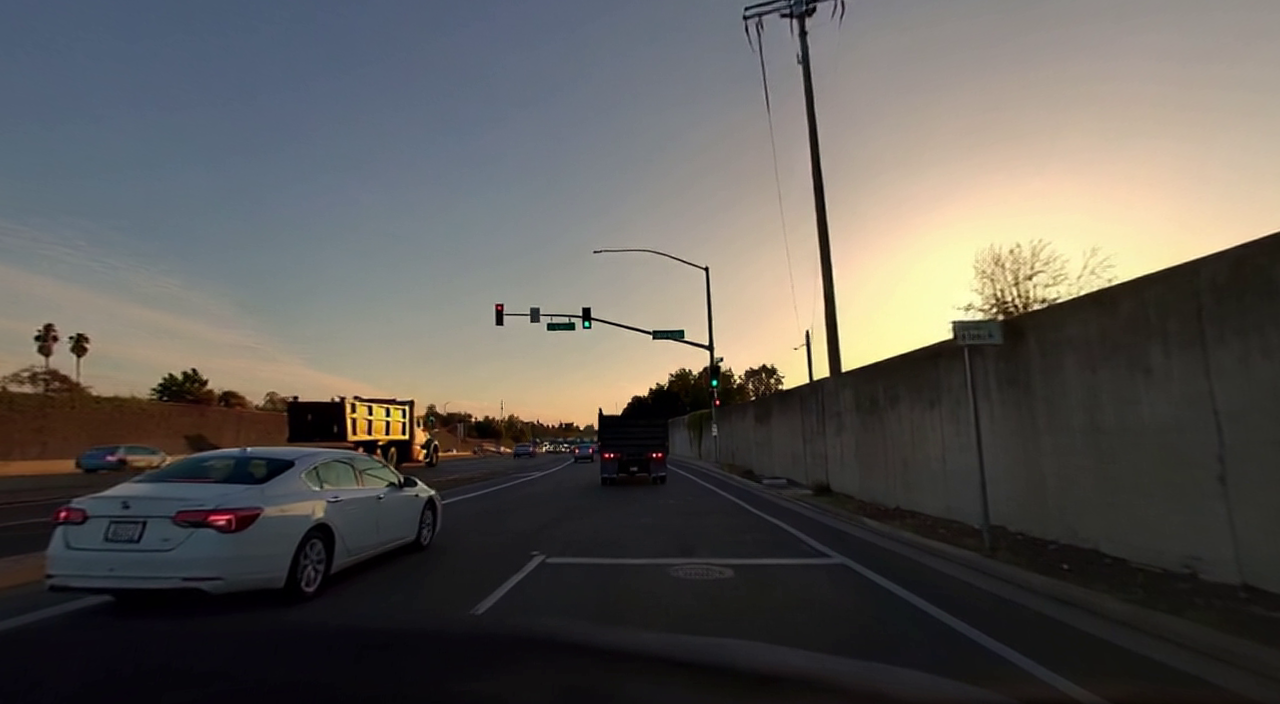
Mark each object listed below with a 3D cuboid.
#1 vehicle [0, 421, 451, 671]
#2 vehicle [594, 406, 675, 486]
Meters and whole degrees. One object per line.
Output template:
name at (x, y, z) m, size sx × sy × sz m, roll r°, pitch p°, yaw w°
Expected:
vehicle at (-3.731, 1.525, 6.342) m, size 2.019 × 1.480 × 4.966 m, roll 0°, pitch -8°, yaw 1°
vehicle at (-0.219, 3.123, 21.051) m, size 2.355 × 2.305 × 5.336 m, roll 0°, pitch -8°, yaw -1°
